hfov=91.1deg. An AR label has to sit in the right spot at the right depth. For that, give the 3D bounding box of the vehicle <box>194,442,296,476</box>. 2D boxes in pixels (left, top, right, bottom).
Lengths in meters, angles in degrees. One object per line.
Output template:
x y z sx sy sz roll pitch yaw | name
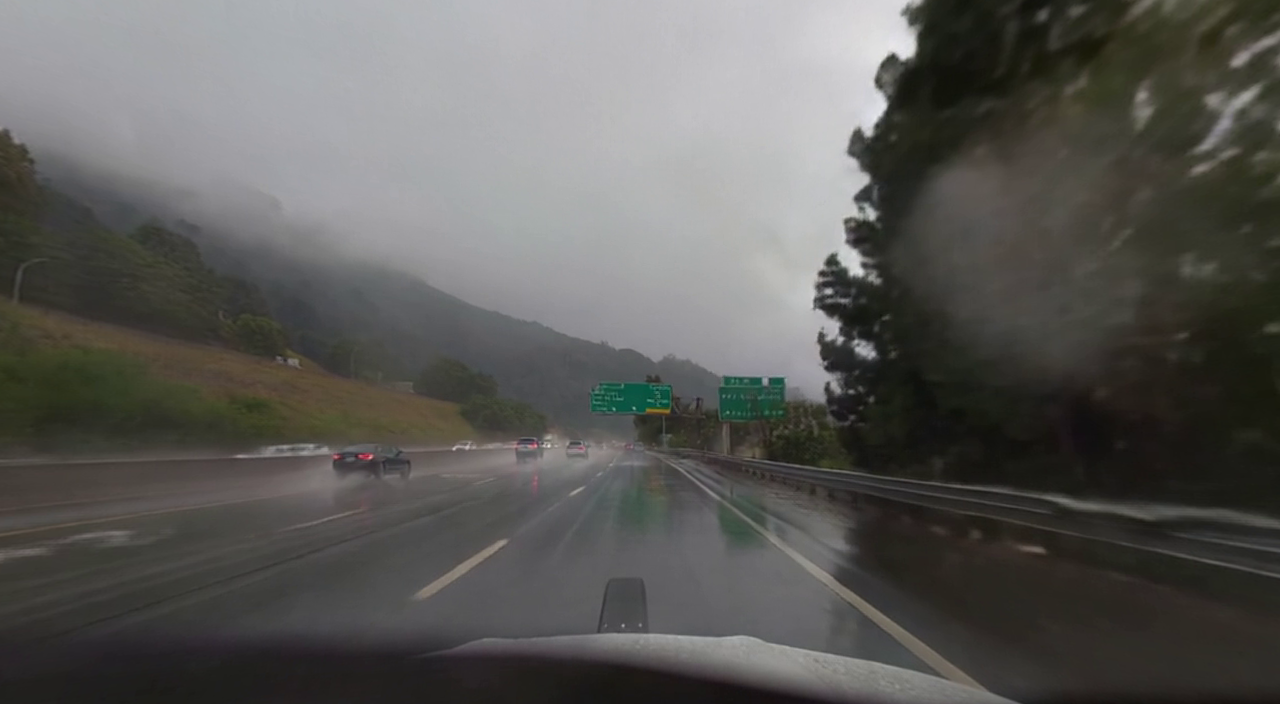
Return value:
-18.467 4.983 29.616 1.847 1.474 4.504 0 -8 1 | vehicle

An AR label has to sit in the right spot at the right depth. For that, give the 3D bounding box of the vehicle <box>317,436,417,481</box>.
-10.896 4.252 25.446 2.001 1.625 4.528 0 -8 0 | vehicle
